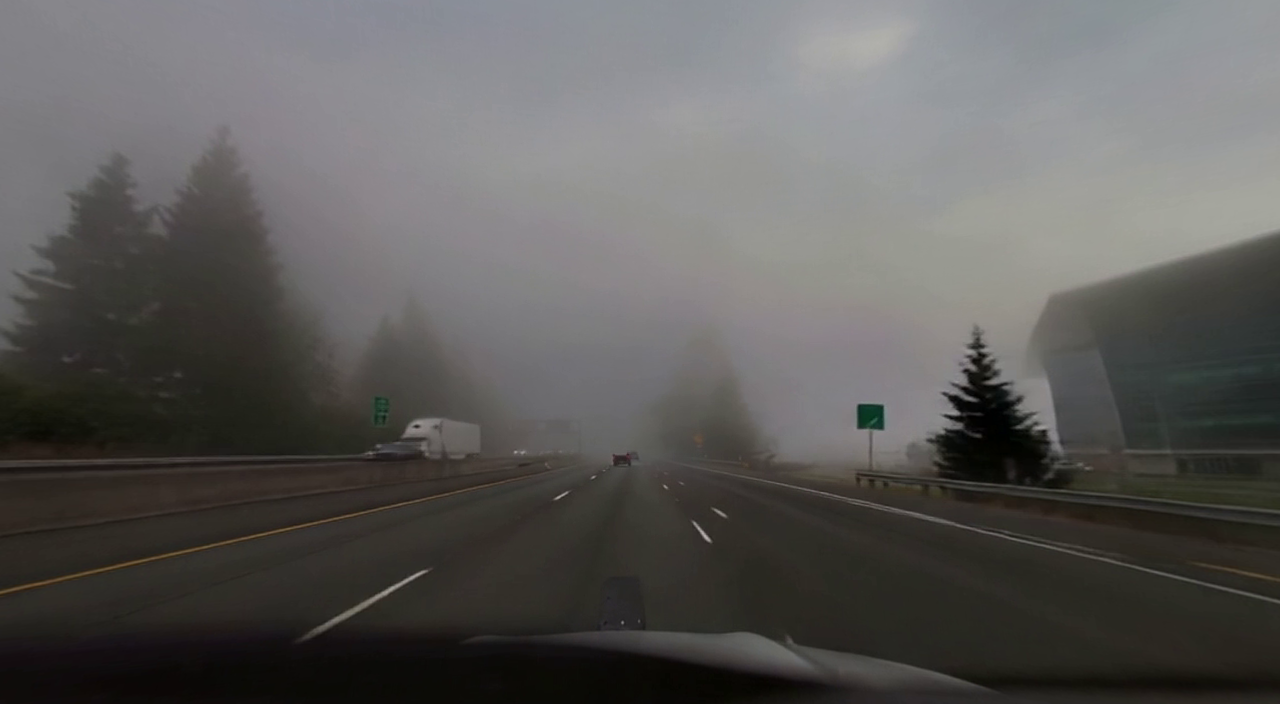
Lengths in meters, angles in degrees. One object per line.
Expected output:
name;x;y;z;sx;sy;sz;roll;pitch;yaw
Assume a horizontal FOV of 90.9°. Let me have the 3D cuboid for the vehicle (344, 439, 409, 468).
vehicle;-15.066;5.850;36.290;1.864;1.565;4.250;0;-9;1
